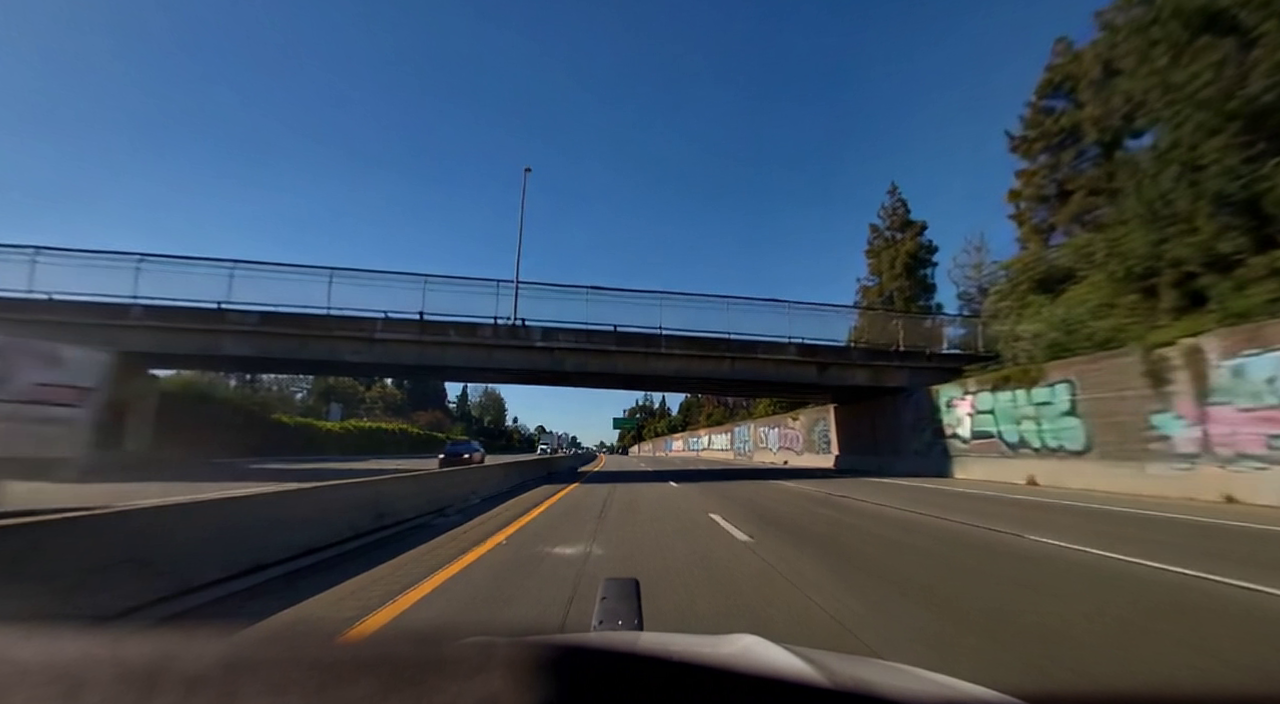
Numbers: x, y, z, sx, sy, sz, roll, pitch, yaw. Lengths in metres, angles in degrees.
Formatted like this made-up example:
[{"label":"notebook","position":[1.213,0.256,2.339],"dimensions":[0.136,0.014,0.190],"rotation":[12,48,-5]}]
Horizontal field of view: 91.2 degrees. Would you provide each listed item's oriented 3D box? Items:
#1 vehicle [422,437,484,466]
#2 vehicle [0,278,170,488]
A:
[{"label":"vehicle","position":[-10.028,5.393,34.003],"dimensions":[2.164,1.479,4.067],"rotation":[0,-9,-1]},{"label":"vehicle","position":[-13.798,0.187,9.381],"dimensions":[3.020,3.998,14.022],"rotation":[0,-9,-2]}]
